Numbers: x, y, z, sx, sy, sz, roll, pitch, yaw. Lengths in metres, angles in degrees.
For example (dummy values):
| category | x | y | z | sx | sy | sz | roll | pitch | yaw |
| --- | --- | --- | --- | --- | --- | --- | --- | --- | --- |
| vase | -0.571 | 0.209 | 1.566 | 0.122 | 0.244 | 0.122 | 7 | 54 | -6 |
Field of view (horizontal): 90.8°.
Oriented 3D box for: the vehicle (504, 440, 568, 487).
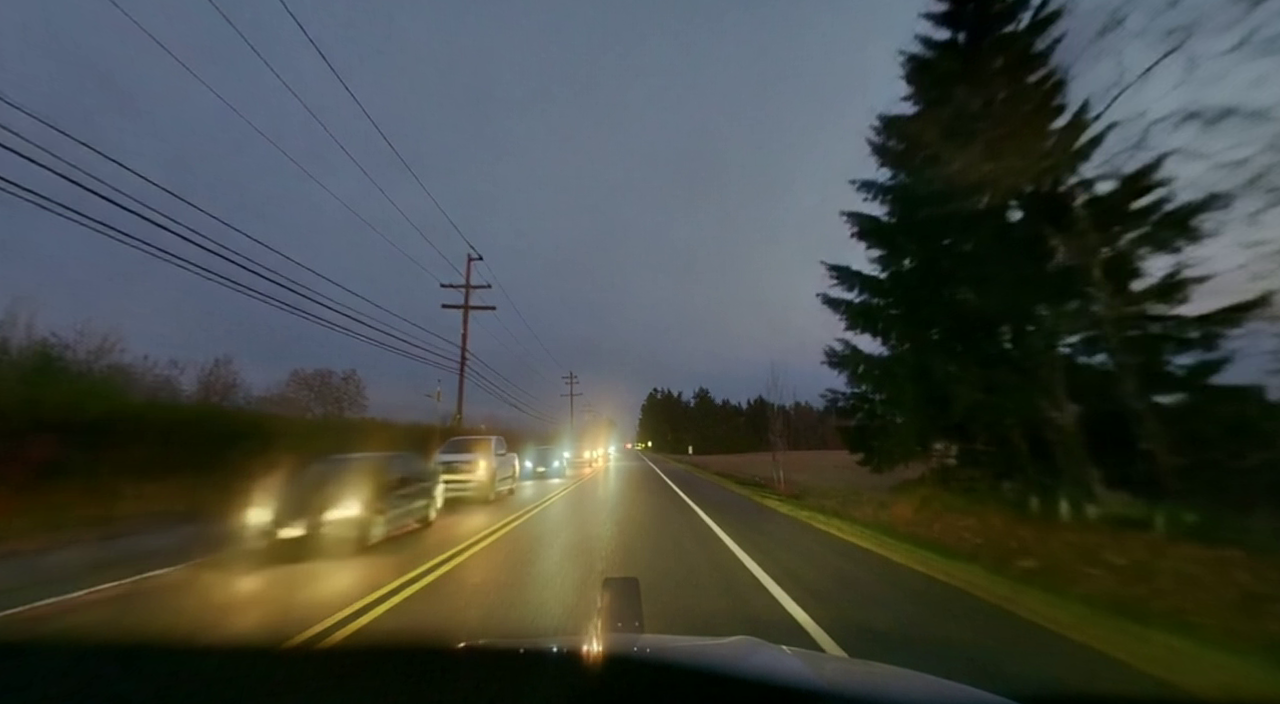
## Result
| category | x | y | z | sx | sy | sz | roll | pitch | yaw |
| --- | --- | --- | --- | --- | --- | --- | --- | --- | --- |
| vehicle | -4.338 | 4.673 | 26.989 | 2.070 | 1.665 | 4.554 | -3 | -8 | -3 |

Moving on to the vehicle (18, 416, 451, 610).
| category | x | y | z | sx | sy | sz | roll | pitch | yaw |
| --- | --- | --- | --- | --- | --- | --- | --- | --- | --- |
| vehicle | -4.583 | 1.863 | 8.620 | 2.329 | 1.690 | 5.423 | -2 | -8 | 0 |
